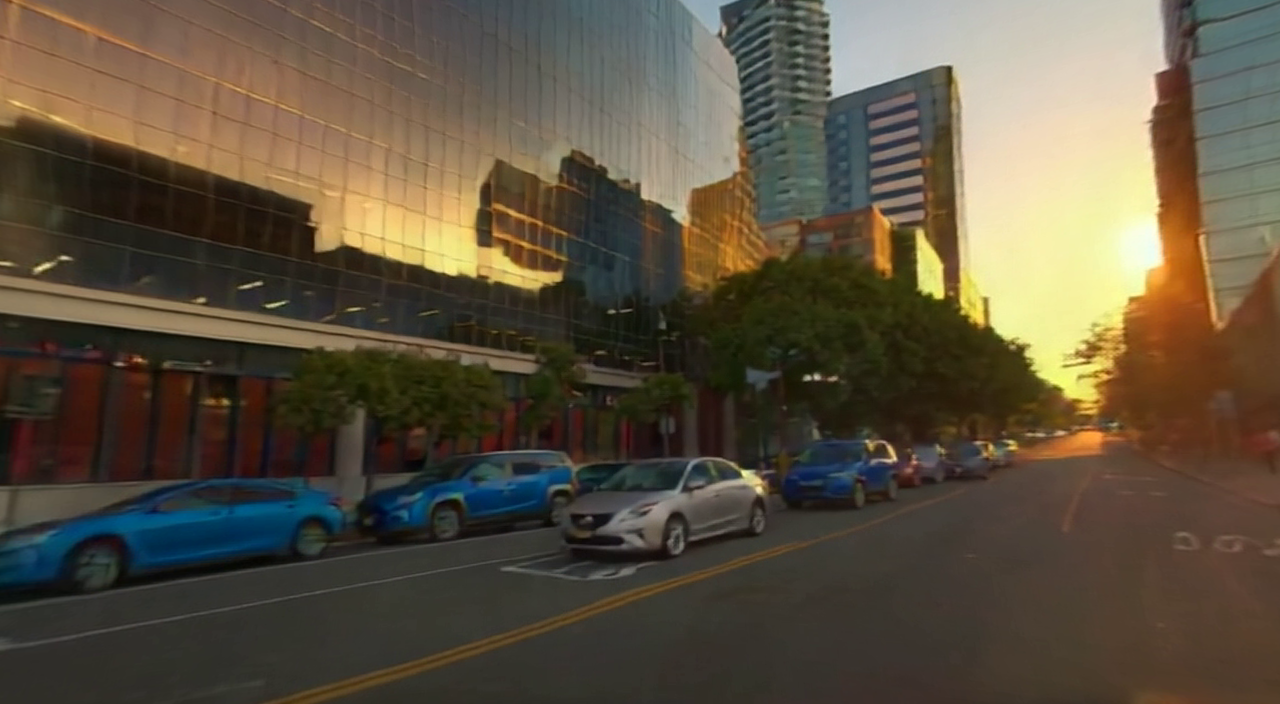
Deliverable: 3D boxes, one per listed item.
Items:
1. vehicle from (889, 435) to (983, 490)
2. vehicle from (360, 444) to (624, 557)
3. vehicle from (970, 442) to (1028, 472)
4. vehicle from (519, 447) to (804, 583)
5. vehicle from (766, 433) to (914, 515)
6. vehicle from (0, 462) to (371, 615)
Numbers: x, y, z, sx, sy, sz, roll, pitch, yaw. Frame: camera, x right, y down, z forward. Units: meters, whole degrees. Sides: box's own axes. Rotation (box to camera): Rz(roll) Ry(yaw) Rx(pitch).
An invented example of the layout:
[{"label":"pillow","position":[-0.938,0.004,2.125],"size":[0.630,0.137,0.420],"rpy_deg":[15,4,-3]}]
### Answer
[{"label":"vehicle","position":[11.250,4.101,23.844],"size":[2.225,1.848,4.472],"rpy_deg":[-7,-11,37]},{"label":"vehicle","position":[-3.268,3.438,15.368],"size":[2.348,2.086,6.107],"rpy_deg":[-15,-15,34]},{"label":"vehicle","position":[21.155,6.130,37.103],"size":[2.266,1.621,4.783],"rpy_deg":[-7,-11,36]},{"label":"vehicle","position":[0.630,2.307,10.012],"size":[2.017,1.558,4.888],"rpy_deg":[-7,-11,37]},{"label":"vehicle","position":[5.362,3.145,16.544],"size":[2.173,1.814,4.573],"rpy_deg":[-10,-13,35]},{"label":"vehicle","position":[-7.112,2.810,10.245],"size":[1.996,1.732,4.705],"rpy_deg":[-14,-15,34]}]
